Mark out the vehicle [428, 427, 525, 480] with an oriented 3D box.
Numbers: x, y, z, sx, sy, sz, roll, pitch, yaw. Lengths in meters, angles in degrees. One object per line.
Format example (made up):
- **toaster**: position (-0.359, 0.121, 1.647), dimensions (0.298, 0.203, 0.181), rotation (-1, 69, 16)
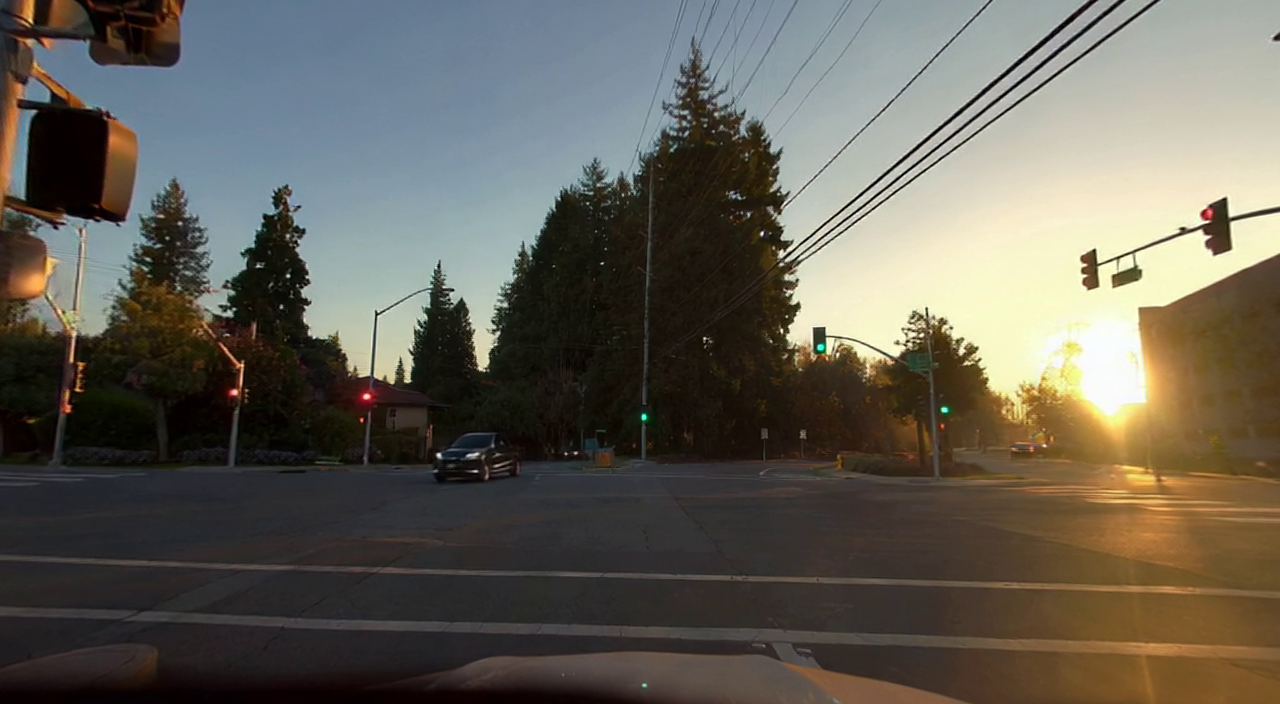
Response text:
- **vehicle**: position (-6.093, 3.867, 24.280), dimensions (2.234, 1.796, 5.416), rotation (0, -8, 0)
